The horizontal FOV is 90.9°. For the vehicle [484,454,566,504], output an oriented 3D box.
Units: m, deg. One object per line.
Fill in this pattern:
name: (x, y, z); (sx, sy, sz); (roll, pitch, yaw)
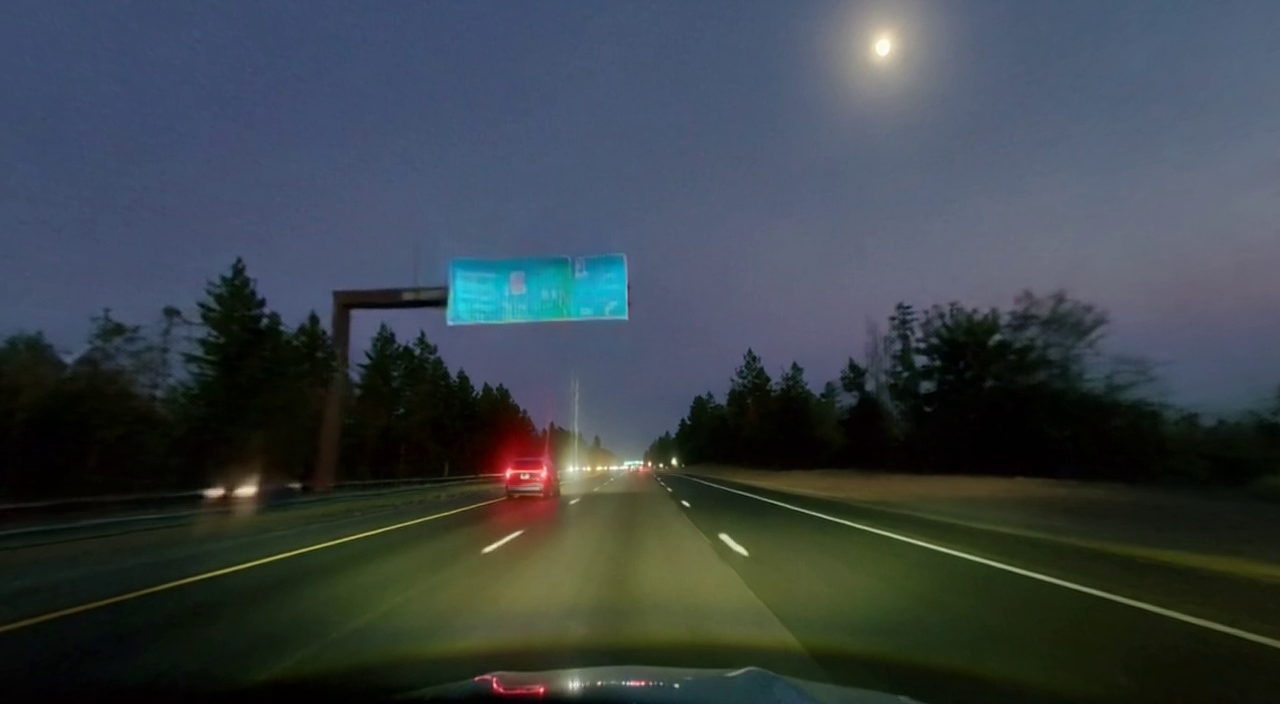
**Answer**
vehicle: (-3.957, 4.507, 22.518); (2.081, 1.586, 4.245); (0, -10, 1)

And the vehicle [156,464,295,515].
vehicle: (-14.081, 4.672, 21.745); (1.943, 1.528, 4.197); (1, -10, -1)
